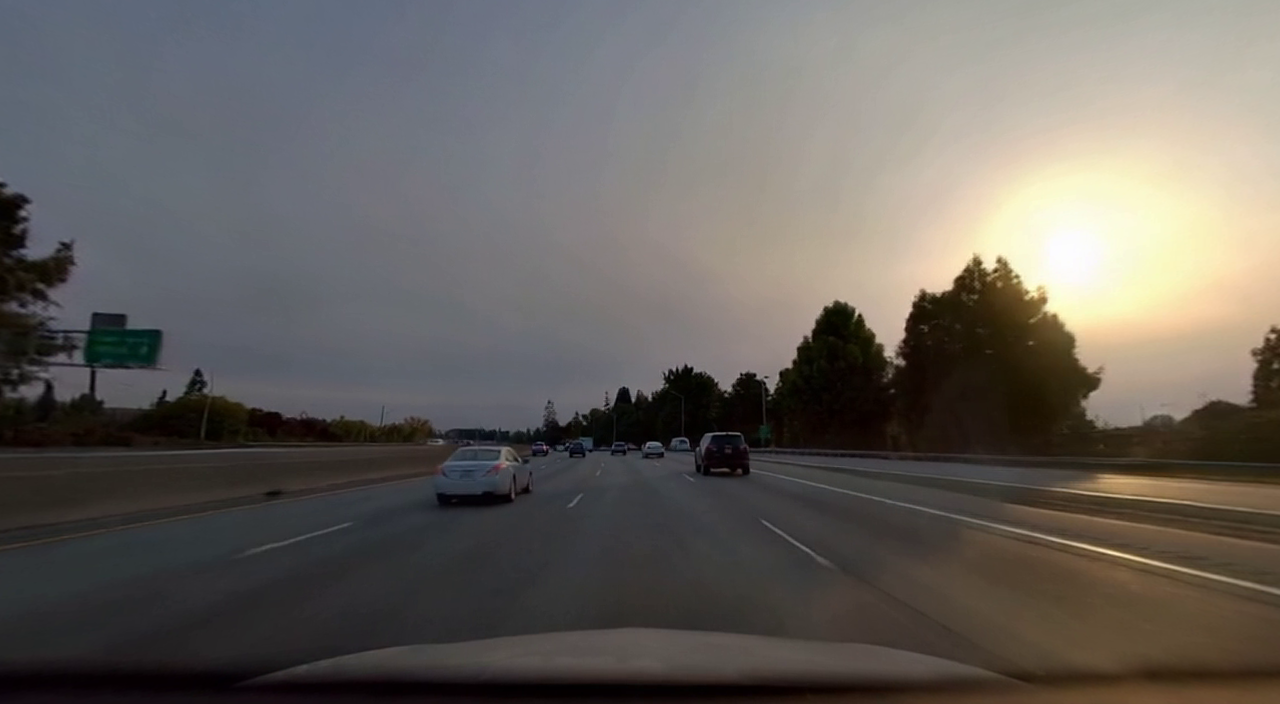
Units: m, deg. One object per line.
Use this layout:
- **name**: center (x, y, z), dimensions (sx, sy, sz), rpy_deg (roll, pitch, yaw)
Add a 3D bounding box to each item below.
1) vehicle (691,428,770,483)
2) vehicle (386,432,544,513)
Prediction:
- **vehicle**: center (3.152, 3.731, 22.853), dimensions (2.043, 1.795, 4.347), rpy_deg (0, -9, -2)
- **vehicle**: center (-3.659, 2.645, 14.323), dimensions (2.183, 1.486, 4.848), rpy_deg (0, -9, 0)
